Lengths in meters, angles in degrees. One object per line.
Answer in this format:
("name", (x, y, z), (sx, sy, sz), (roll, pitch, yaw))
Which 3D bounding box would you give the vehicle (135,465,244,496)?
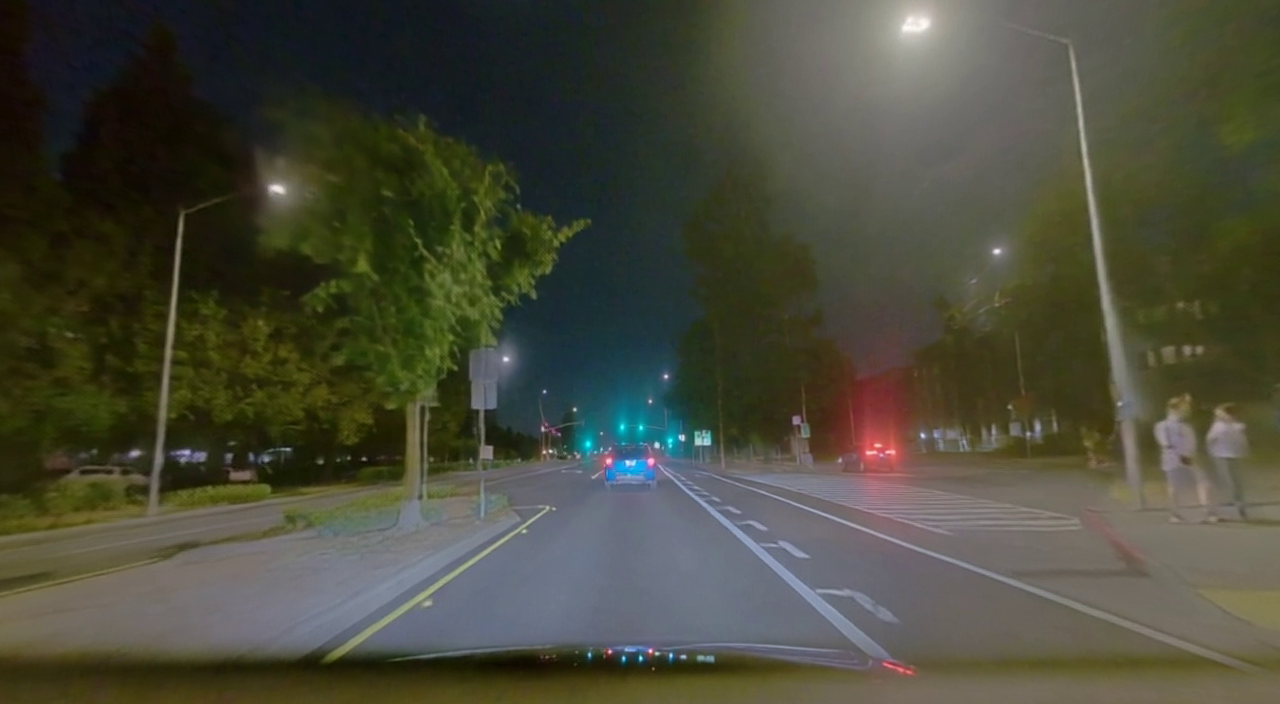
("vehicle", (-22.940, 6.542, 32.299), (4.086, 1.478, 1.844), (0, -9, -4))

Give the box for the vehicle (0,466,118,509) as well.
("vehicle", (-23.287, 5.200, 24.462), (4.204, 1.522, 1.998), (0, -9, -3))

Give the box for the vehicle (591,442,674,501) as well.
("vehicle", (-0.207, 3.562, 19.243), (2.221, 1.570, 4.398), (0, -9, 0))
